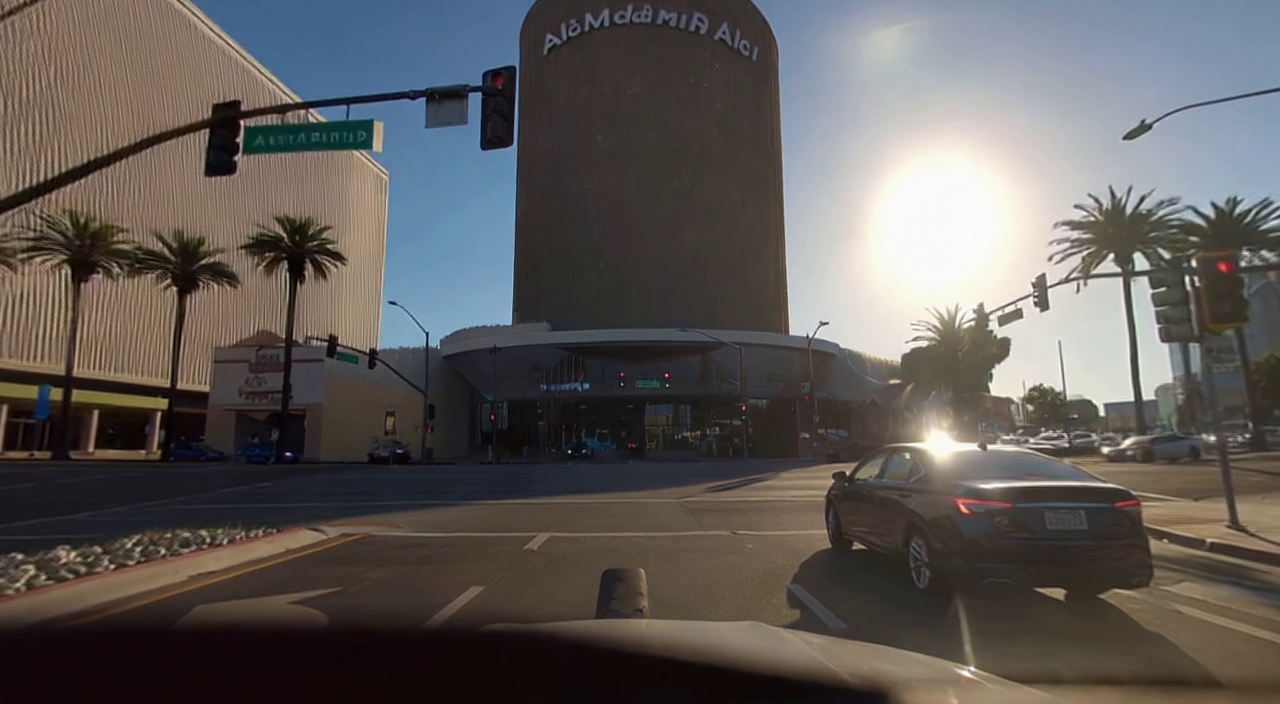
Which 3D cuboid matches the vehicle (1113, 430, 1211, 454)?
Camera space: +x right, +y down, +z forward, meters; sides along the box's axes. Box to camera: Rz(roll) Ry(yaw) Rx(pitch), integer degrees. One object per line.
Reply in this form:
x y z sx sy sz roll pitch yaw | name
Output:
33.328 5.748 40.344 4.567 1.458 1.791 0 -8 2 | vehicle

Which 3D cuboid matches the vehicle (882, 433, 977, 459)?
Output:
17.070 5.578 37.290 4.684 1.461 1.777 0 -8 -1 | vehicle

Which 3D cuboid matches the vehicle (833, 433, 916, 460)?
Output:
15.189 6.153 41.017 4.648 1.665 1.910 0 -8 -1 | vehicle

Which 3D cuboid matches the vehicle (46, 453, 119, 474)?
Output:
-41.565 8.293 47.054 3.698 1.467 1.779 0 -8 1 | vehicle

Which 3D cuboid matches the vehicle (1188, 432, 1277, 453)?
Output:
42.279 6.483 45.040 4.437 1.469 1.811 0 -8 0 | vehicle

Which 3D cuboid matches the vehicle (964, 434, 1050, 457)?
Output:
23.689 6.040 40.768 4.423 1.465 1.798 0 -8 1 | vehicle

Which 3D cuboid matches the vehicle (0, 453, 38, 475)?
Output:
-47.871 8.395 47.191 3.786 1.555 1.702 0 -8 2 | vehicle

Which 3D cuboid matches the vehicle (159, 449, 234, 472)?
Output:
-33.013 8.089 47.007 4.136 1.661 1.857 0 -8 1 | vehicle
